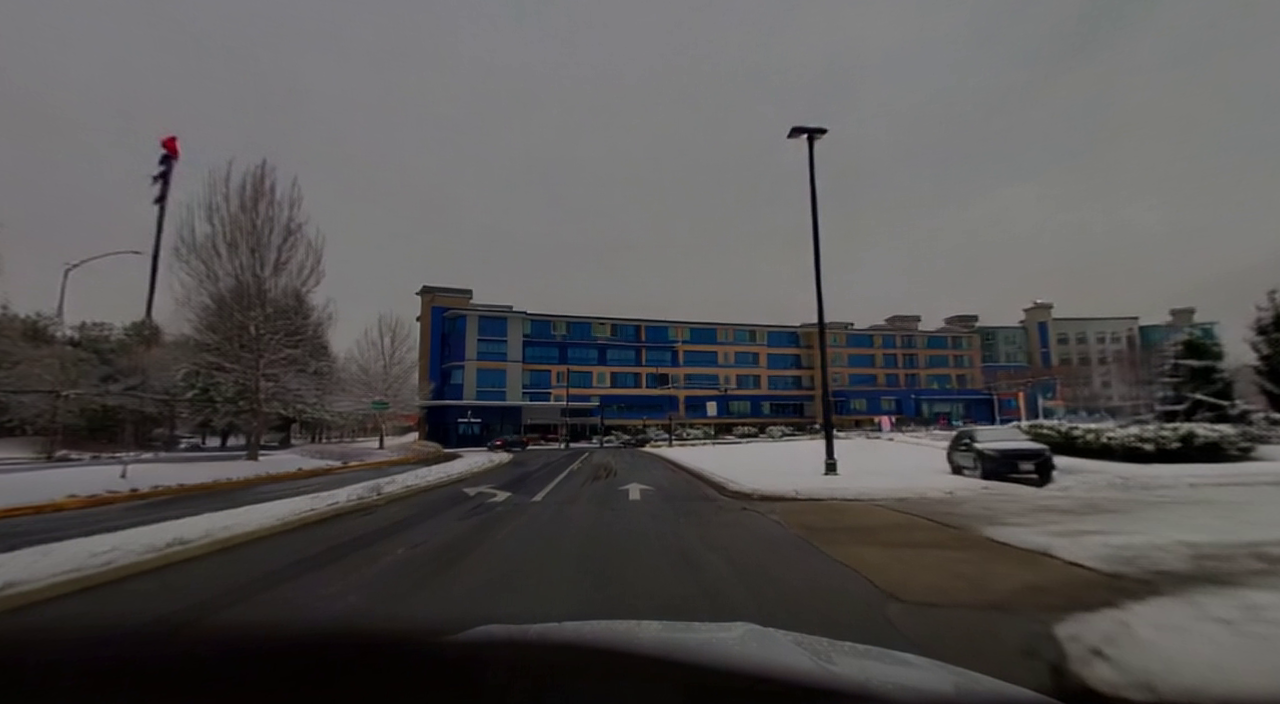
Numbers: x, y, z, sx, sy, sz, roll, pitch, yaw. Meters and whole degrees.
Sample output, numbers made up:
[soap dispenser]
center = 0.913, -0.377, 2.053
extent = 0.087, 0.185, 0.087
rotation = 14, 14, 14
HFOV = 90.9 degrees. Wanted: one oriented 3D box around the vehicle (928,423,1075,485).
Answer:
[vehicle]
center = 9.833, 2.773, 17.486
extent = 1.769, 1.516, 3.520
rotation = 1, -8, -4
